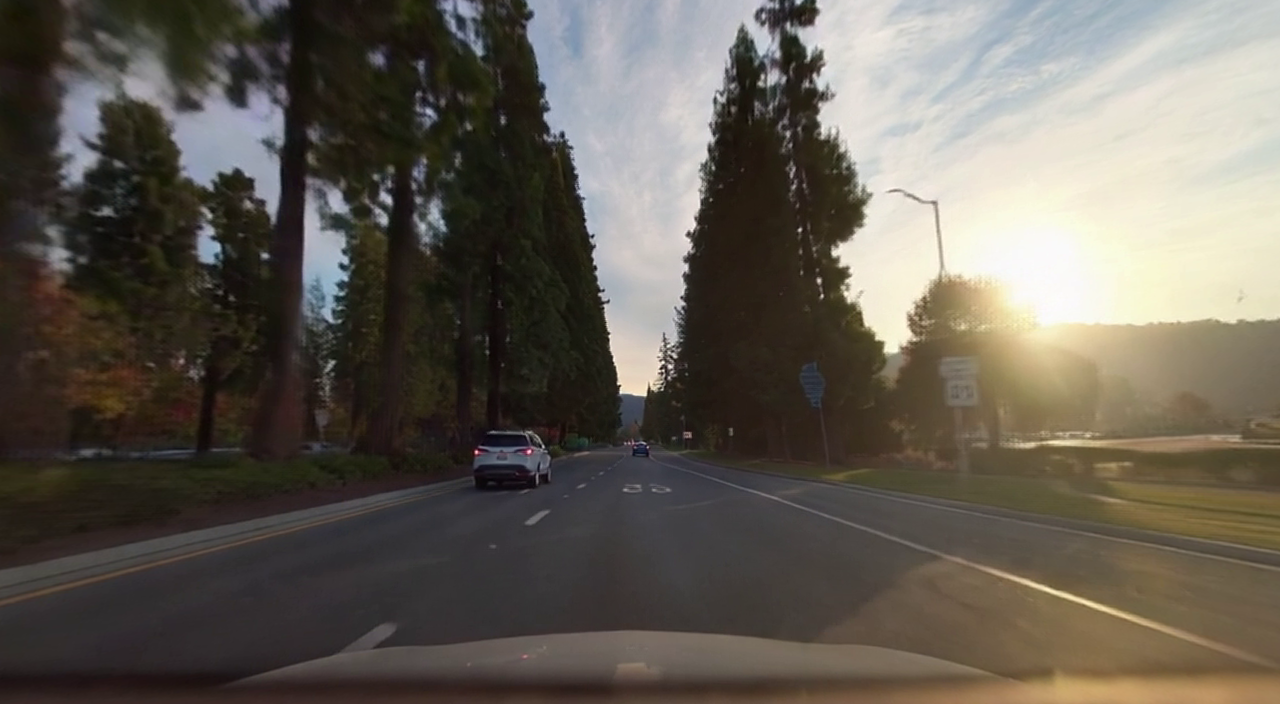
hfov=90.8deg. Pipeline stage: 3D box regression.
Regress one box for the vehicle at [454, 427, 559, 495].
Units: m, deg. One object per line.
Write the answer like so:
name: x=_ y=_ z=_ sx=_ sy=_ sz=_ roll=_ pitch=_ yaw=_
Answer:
vehicle: x=-3.722 y=3.126 z=18.483 sx=2.078 sy=1.748 sz=4.279 roll=0 pitch=-8 yaw=0

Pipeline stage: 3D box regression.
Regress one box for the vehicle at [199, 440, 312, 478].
vehicle: x=-25.906 y=7.201 z=43.171 sx=2.691 sy=2.305 sz=8.031 roll=0 pitch=-8 yaw=0
